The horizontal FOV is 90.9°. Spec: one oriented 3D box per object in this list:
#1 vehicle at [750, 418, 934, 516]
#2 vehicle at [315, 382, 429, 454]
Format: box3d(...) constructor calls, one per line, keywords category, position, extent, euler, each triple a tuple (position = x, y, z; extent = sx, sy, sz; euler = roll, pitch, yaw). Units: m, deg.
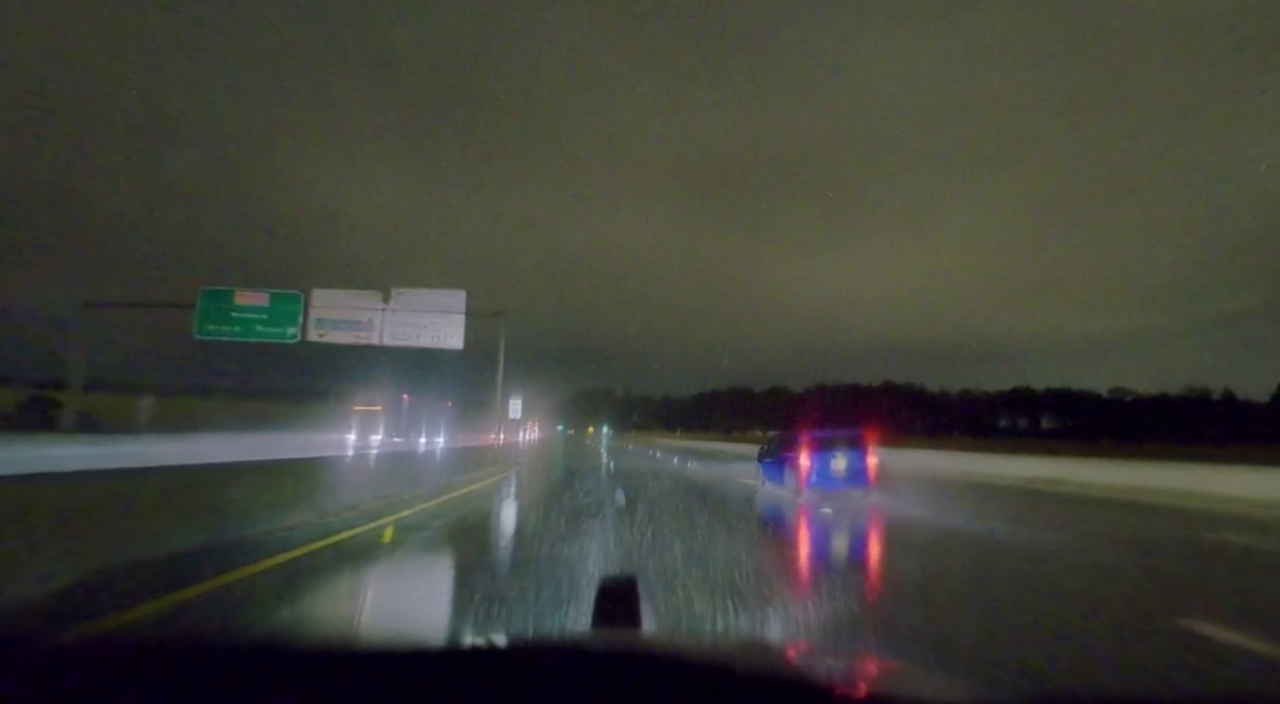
box3d(category="vehicle", position=(3.737, 2.192, 12.611), extent=(1.997, 1.589, 4.179), euler=(1, -8, -5))
box3d(category="vehicle", position=(-15.686, 4.139, 38.135), extent=(2.909, 3.700, 10.842), euler=(0, -8, -5))
